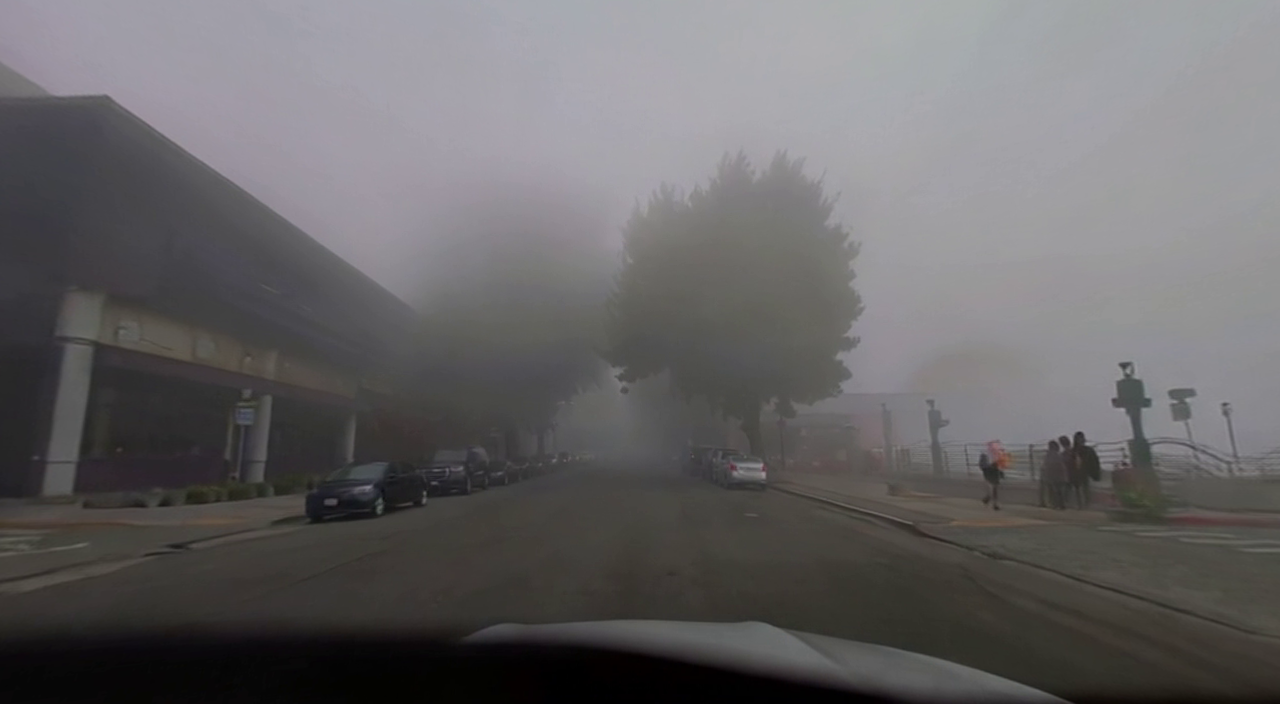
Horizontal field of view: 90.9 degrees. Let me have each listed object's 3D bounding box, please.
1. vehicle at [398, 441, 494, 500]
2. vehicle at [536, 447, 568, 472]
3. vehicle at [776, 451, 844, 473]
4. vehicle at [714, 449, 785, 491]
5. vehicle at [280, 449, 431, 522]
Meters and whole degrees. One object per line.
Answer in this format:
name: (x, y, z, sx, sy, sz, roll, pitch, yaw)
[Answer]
vehicle: (-6.910, 4.224, 23.101, 2.238, 1.891, 4.780, 0, -8, -3)
vehicle: (-6.908, 8.535, 49.735, 1.996, 1.770, 5.518, -2, -10, -3)
vehicle: (12.676, 8.185, 47.058, 4.499, 1.558, 2.007, -5, -10, 29)
vehicle: (4.324, 4.729, 25.607, 1.973, 1.494, 4.867, 0, -9, -1)
vehicle: (-6.964, 3.256, 16.074, 1.917, 1.487, 4.659, -1, -8, -3)
